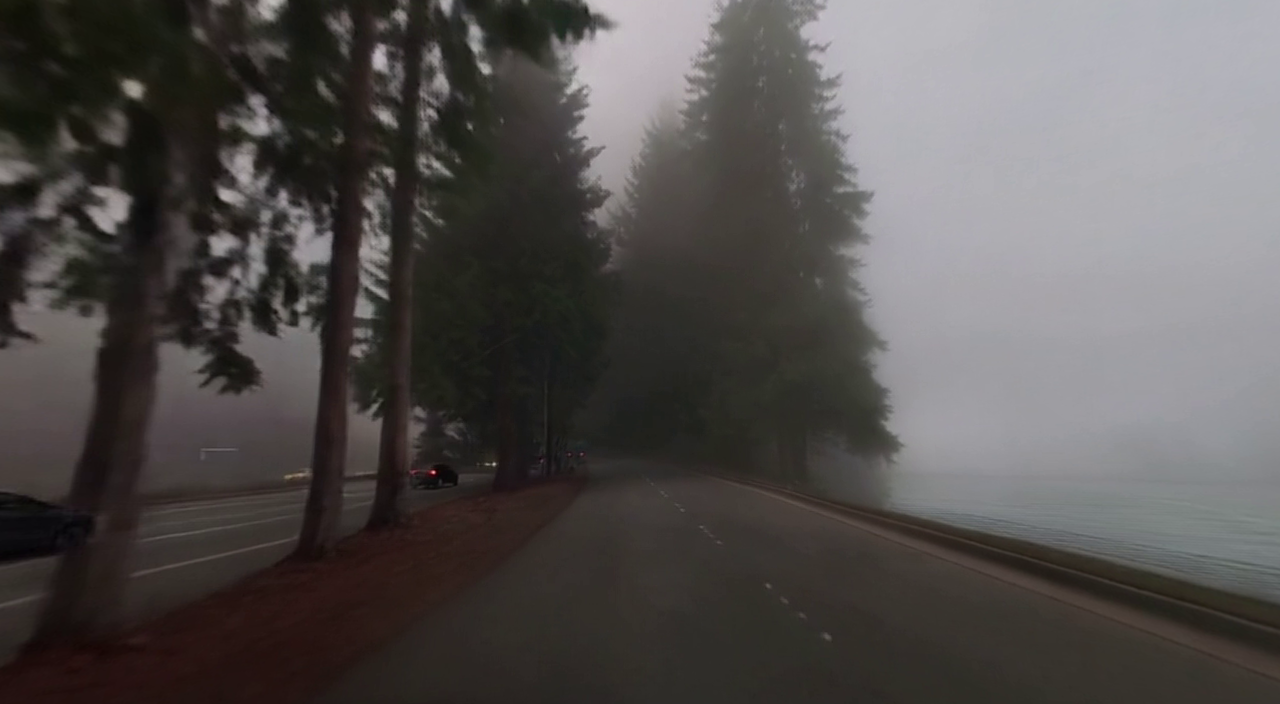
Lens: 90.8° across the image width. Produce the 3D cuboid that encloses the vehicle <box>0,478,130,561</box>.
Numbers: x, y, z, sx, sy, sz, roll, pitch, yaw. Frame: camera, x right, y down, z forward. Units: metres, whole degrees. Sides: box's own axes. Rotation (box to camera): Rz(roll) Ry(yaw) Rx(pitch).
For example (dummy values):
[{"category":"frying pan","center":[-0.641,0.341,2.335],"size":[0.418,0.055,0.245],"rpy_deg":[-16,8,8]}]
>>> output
[{"category":"vehicle","center":[-13.348,3.422,12.878],"size":[1.781,1.476,4.513],"rpy_deg":[-1,-9,7]}]

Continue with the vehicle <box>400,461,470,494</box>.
[{"category":"vehicle","center":[-10.886,6.686,33.912],"size":[1.886,1.535,4.742],"rpy_deg":[-1,-9,4]}]

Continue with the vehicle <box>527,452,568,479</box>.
[{"category":"vehicle","center":[-6.494,8.019,44.910],"size":[2.049,1.699,4.860],"rpy_deg":[-1,-9,2]}]
